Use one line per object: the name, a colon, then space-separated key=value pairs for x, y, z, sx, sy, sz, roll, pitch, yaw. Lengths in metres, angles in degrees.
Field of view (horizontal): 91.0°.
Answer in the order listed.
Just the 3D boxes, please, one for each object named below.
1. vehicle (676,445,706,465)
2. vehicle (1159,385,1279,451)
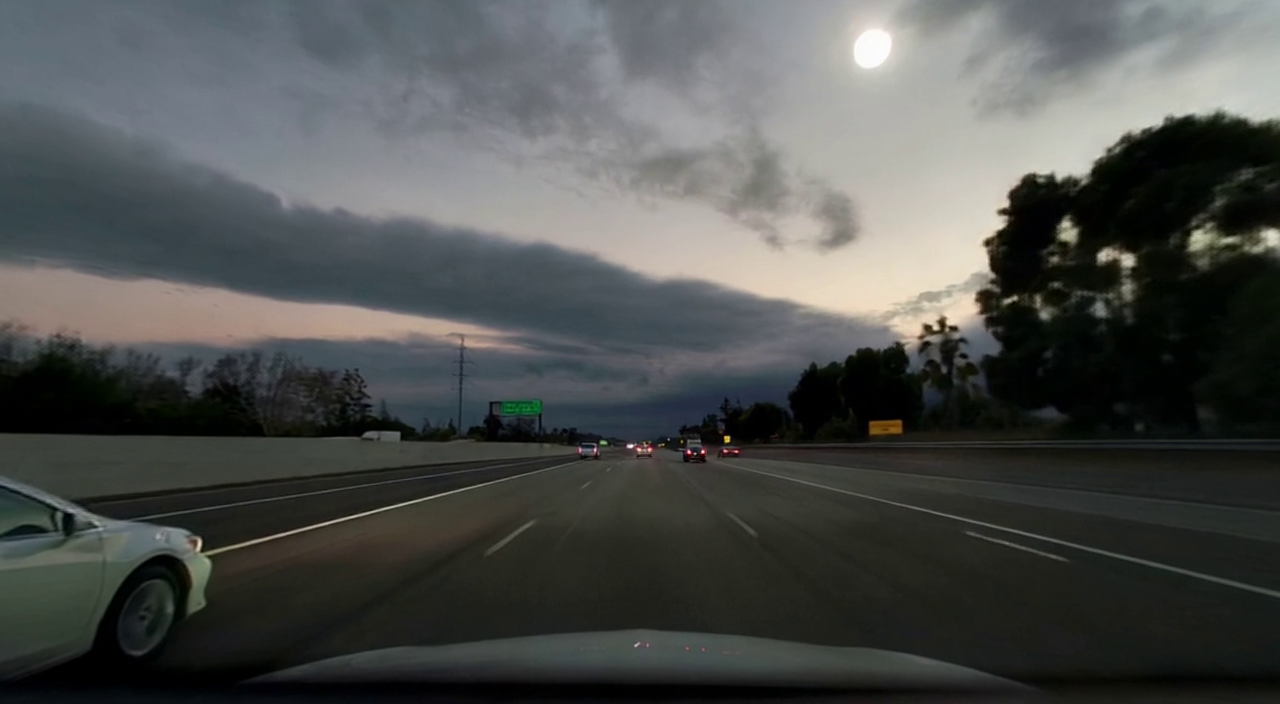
vehicle: x=3.938 y=8.069 z=49.419 sx=2.076 sy=1.506 sz=4.050 roll=0 pitch=-9 yaw=0
vehicle: x=42.069 y=4.382 z=41.165 sx=2.955 sy=4.183 sz=15.830 roll=0 pitch=-9 yaw=0
